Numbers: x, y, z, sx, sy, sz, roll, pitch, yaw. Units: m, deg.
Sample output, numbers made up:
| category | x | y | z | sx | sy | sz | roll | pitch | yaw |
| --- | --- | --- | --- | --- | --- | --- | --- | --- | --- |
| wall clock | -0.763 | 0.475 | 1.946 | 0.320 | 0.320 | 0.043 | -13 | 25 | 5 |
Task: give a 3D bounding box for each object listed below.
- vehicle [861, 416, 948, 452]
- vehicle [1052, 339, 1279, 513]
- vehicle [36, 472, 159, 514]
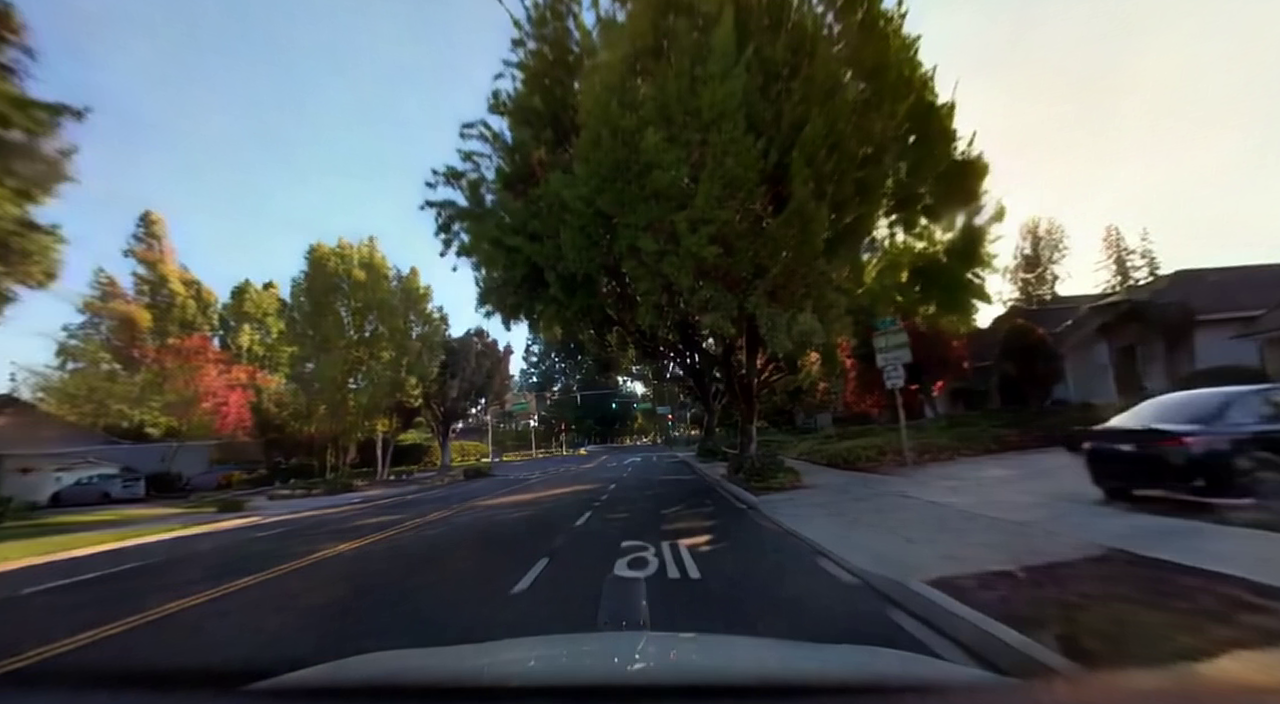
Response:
| category | x | y | z | sx | sy | sz | roll | pitch | yaw |
| --- | --- | --- | --- | --- | --- | --- | --- | --- | --- |
| vehicle | 14.608 | 4.560 | 34.795 | 3.917 | 1.454 | 1.725 | -7 | -8 | 0 |
| vehicle | 8.179 | 1.003 | 8.291 | 4.636 | 1.823 | 1.997 | 3 | -9 | -18 |
| vehicle | -22.517 | 5.847 | 26.276 | 1.847 | 1.461 | 3.659 | 0 | -8 | 0 |
